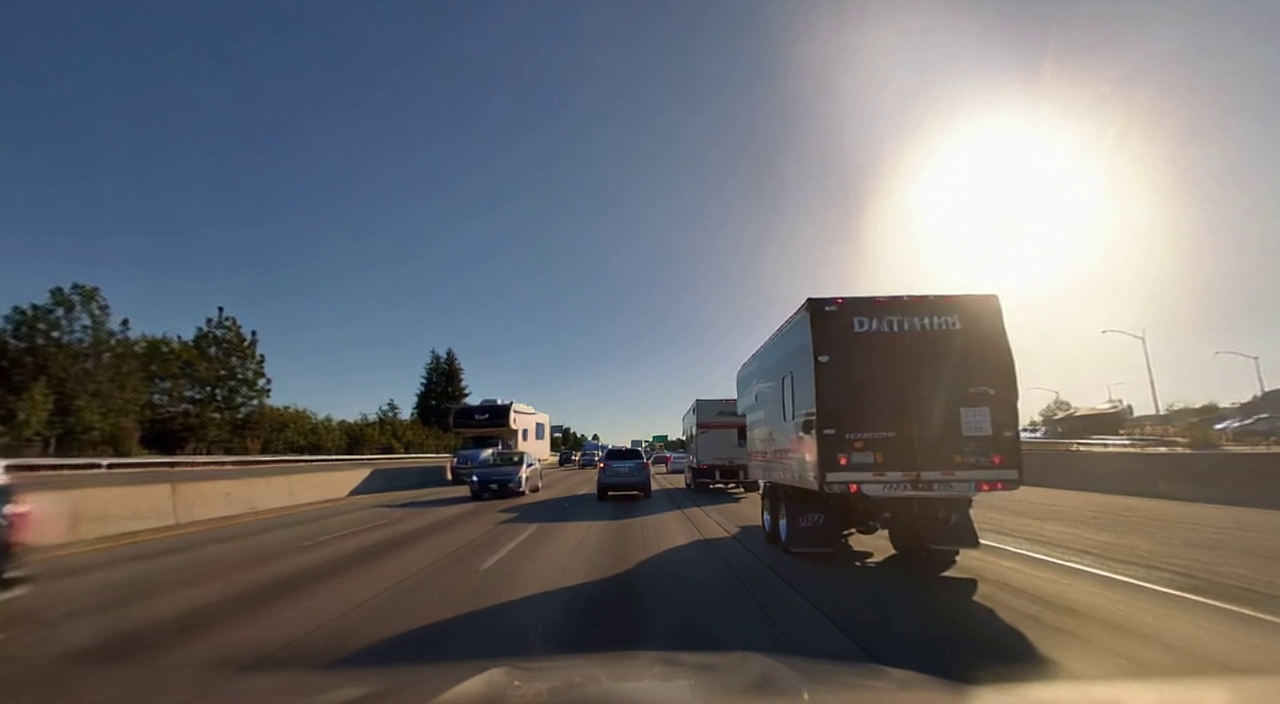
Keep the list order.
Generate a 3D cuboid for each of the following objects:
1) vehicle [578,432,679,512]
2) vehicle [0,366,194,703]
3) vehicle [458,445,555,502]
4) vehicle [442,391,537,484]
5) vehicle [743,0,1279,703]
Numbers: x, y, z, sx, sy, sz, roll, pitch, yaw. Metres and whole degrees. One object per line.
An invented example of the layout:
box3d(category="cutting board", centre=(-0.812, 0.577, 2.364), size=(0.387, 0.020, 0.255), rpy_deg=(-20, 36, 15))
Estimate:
box3d(category="vehicle", centre=(-0.280, 2.928, 15.856), size=(2.201, 1.719, 4.058), rpy_deg=(0, -9, -1))
box3d(category="vehicle", centre=(-3.970, 0.800, 2.015), size=(2.074, 1.717, 4.089), rpy_deg=(0, -9, -1))
box3d(category="vehicle", centre=(-3.825, 3.544, 18.799), size=(1.980, 1.499, 3.944), rpy_deg=(0, -9, 1))
box3d(category="vehicle", centre=(-6.923, 4.113, 30.057), size=(3.008, 3.987, 5.871), rpy_deg=(0, -9, 0))
box3d(category="vehicle", centre=(2.897, -0.668, 0.293), size=(2.934, 4.123, 15.785), rpy_deg=(0, -9, 0))
